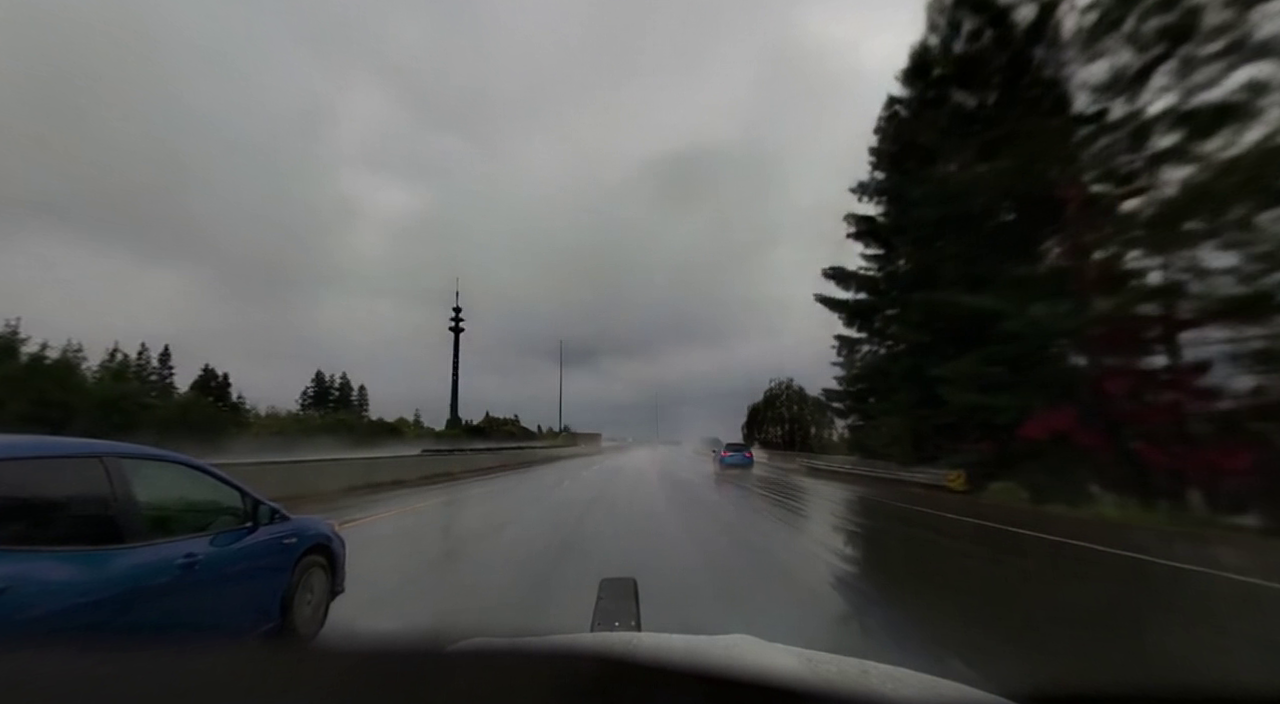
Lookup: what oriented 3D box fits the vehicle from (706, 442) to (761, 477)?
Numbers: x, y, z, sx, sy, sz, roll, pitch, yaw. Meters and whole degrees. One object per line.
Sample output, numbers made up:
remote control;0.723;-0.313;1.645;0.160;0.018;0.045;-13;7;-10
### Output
vehicle;4.383;5.085;30.225;2.030;1.526;4.165;0;-8;0
